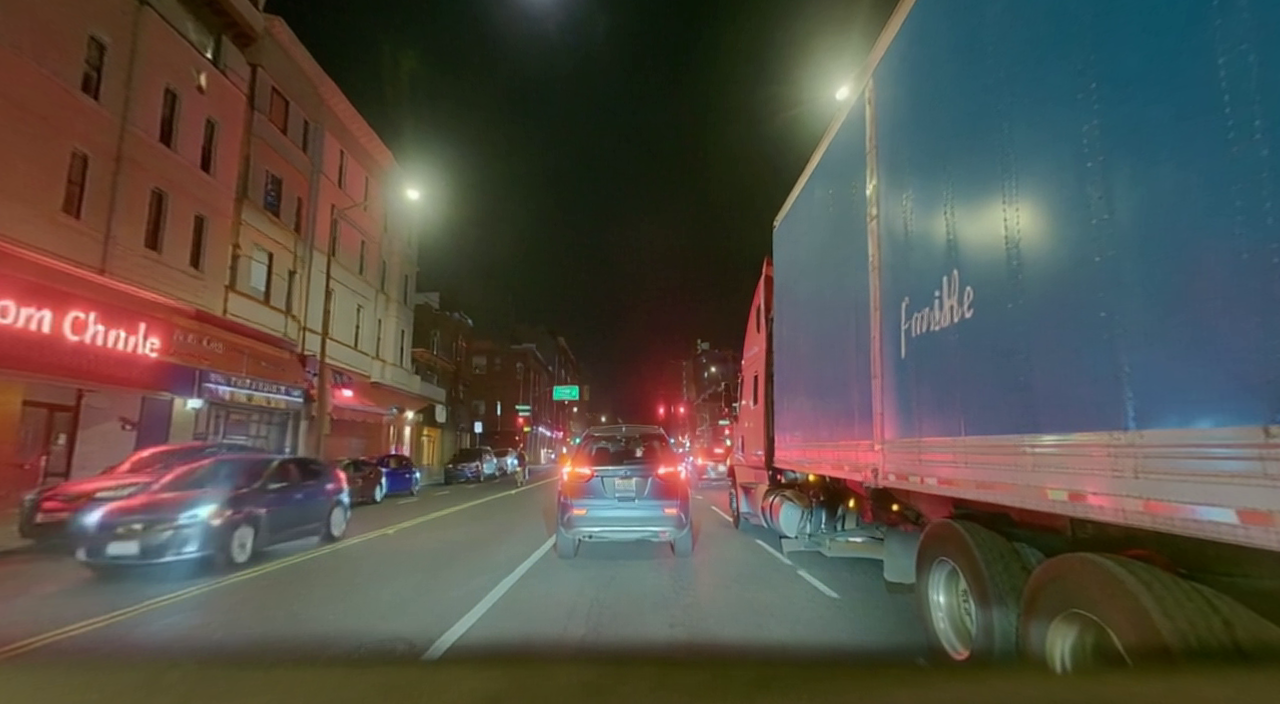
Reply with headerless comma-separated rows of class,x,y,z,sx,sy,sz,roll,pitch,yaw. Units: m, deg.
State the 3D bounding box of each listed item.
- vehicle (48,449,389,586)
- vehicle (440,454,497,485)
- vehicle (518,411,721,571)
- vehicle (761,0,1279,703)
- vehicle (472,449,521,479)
vehicle,-5.574,2.185,9.277,1.997,1.467,4.373,0,-9,0
vehicle,-8.732,5.994,32.553,1.805,1.379,4.359,0,-9,-1
vehicle,-0.226,1.915,9.476,2.283,1.783,4.548,0,-9,0
vehicle,2.909,-0.017,2.346,2.913,3.771,9.716,0,-9,0
vehicle,-8.703,6.843,38.737,2.084,1.686,4.422,0,-9,-1
